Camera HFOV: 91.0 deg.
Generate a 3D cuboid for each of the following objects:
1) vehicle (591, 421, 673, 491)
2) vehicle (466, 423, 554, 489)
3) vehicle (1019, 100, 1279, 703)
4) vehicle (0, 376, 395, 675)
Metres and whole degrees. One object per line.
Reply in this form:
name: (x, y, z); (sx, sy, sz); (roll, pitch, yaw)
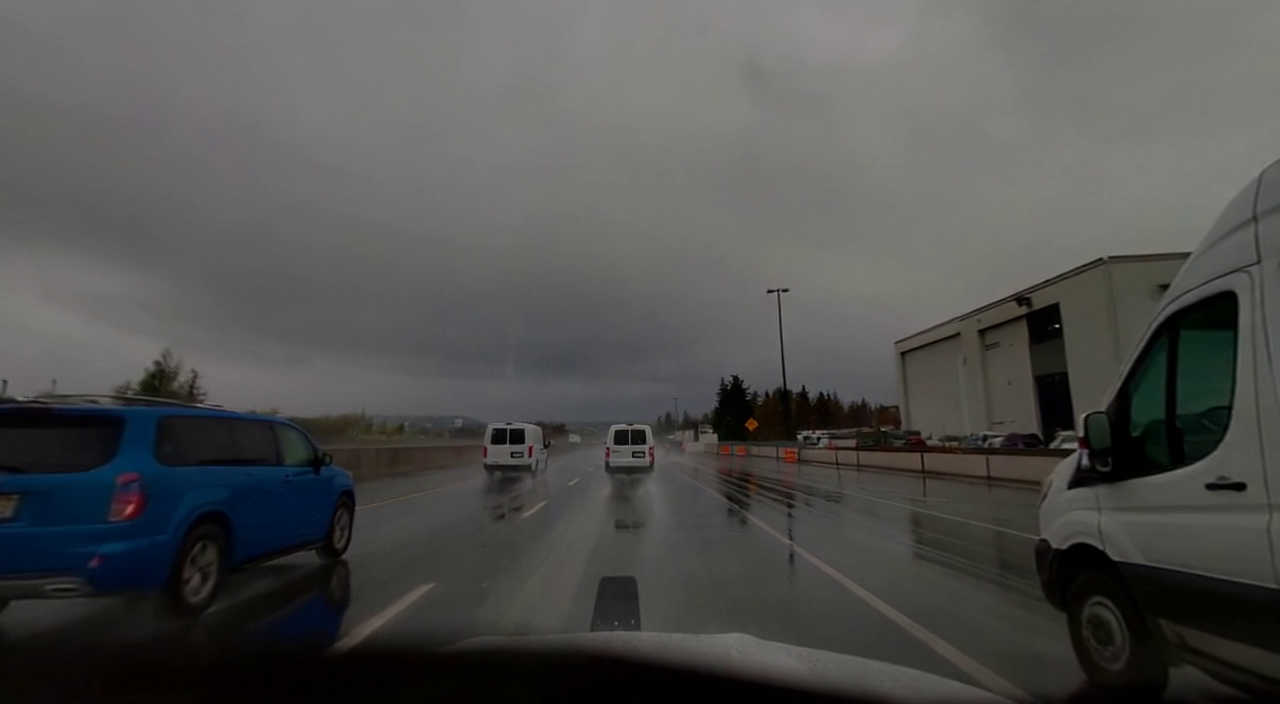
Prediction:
vehicle: (-0.275, 3.211, 19.859); (2.304, 1.925, 4.282); (0, -8, -1)
vehicle: (-4.169, 3.400, 20.953); (2.038, 1.936, 4.300); (-1, -8, 0)
vehicle: (3.956, 0.083, 1.454); (2.427, 2.652, 5.769); (0, -8, -1)
vehicle: (-4.110, 1.302, 5.837); (1.972, 1.703, 4.333); (0, -8, -1)
